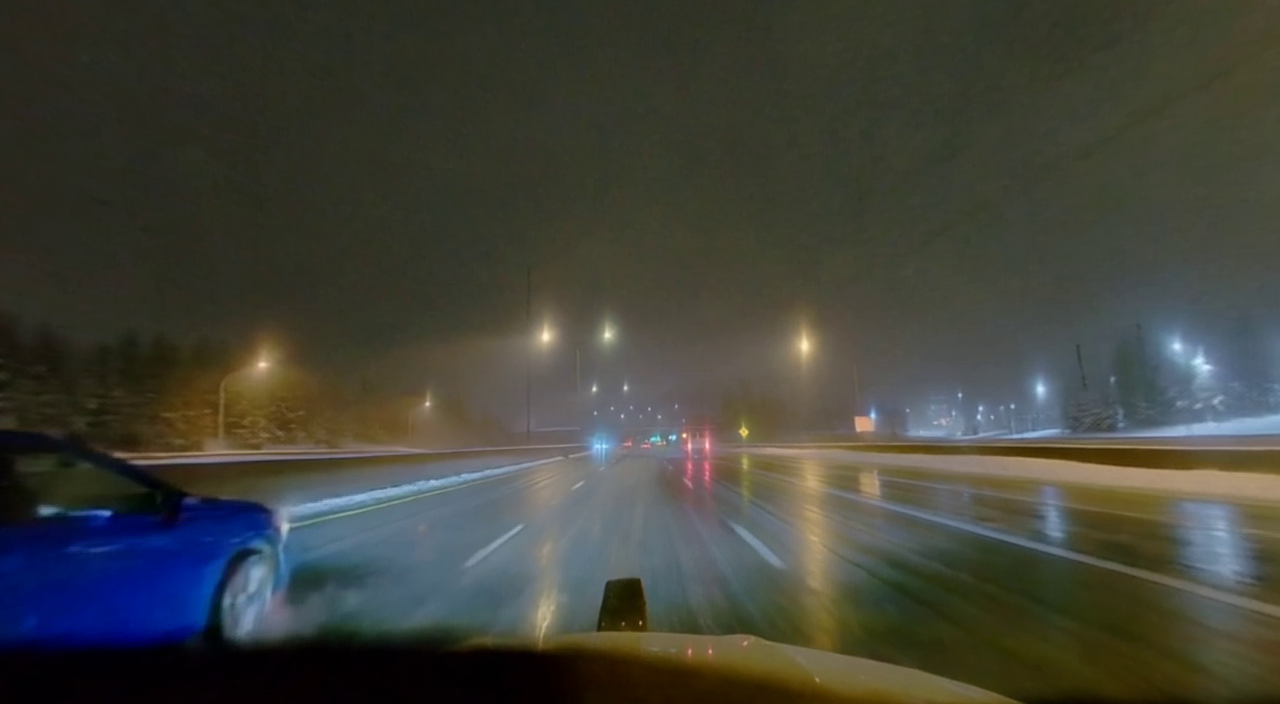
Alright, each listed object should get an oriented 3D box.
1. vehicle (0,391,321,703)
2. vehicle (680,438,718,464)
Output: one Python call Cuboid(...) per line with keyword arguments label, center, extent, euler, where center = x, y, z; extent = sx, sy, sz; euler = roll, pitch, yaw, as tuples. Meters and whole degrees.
Cuboid(label="vehicle", center=(-3.464, 0.900, 2.380), extent=(1.979, 1.505, 4.705), euler=(0, -8, 1))
Cuboid(label="vehicle", center=(3.657, 6.238, 39.824), extent=(1.949, 1.515, 4.374), euler=(0, -8, -1))
